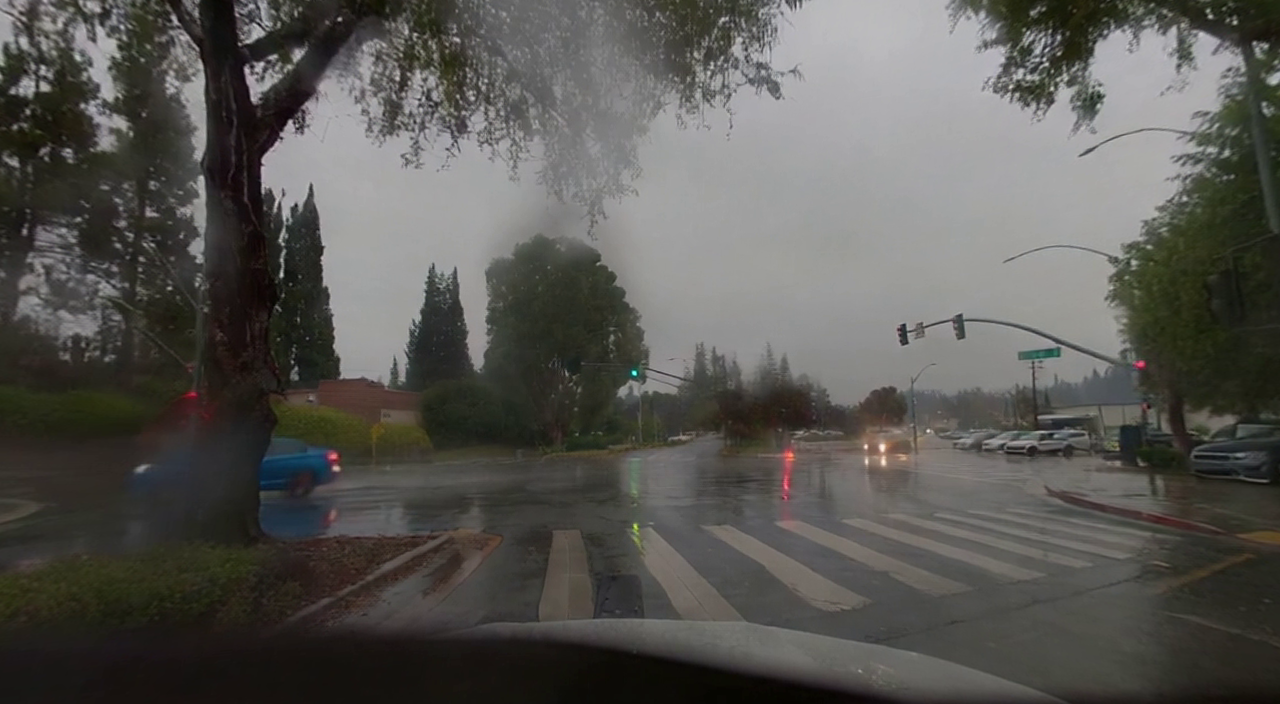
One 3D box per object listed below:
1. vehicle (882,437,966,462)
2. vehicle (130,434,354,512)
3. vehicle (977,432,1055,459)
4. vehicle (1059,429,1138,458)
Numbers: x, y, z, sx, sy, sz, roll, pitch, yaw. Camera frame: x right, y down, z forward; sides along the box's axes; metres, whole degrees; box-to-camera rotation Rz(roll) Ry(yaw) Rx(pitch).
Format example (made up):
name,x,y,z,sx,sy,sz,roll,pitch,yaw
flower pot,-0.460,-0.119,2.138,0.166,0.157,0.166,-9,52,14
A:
name,x,y,z,sx,sy,sz,roll,pitch,yaw
vehicle,18.698,6.423,41.623,5.234,1.549,1.982,4,-9,-24
vehicle,-8.943,2.700,14.562,1.740,1.500,3.896,-5,-10,29
vehicle,26.963,6.727,45.261,5.032,1.828,2.183,4,-9,-24
vehicle,36.105,7.205,49.731,6.148,2.119,2.473,4,-10,-28
